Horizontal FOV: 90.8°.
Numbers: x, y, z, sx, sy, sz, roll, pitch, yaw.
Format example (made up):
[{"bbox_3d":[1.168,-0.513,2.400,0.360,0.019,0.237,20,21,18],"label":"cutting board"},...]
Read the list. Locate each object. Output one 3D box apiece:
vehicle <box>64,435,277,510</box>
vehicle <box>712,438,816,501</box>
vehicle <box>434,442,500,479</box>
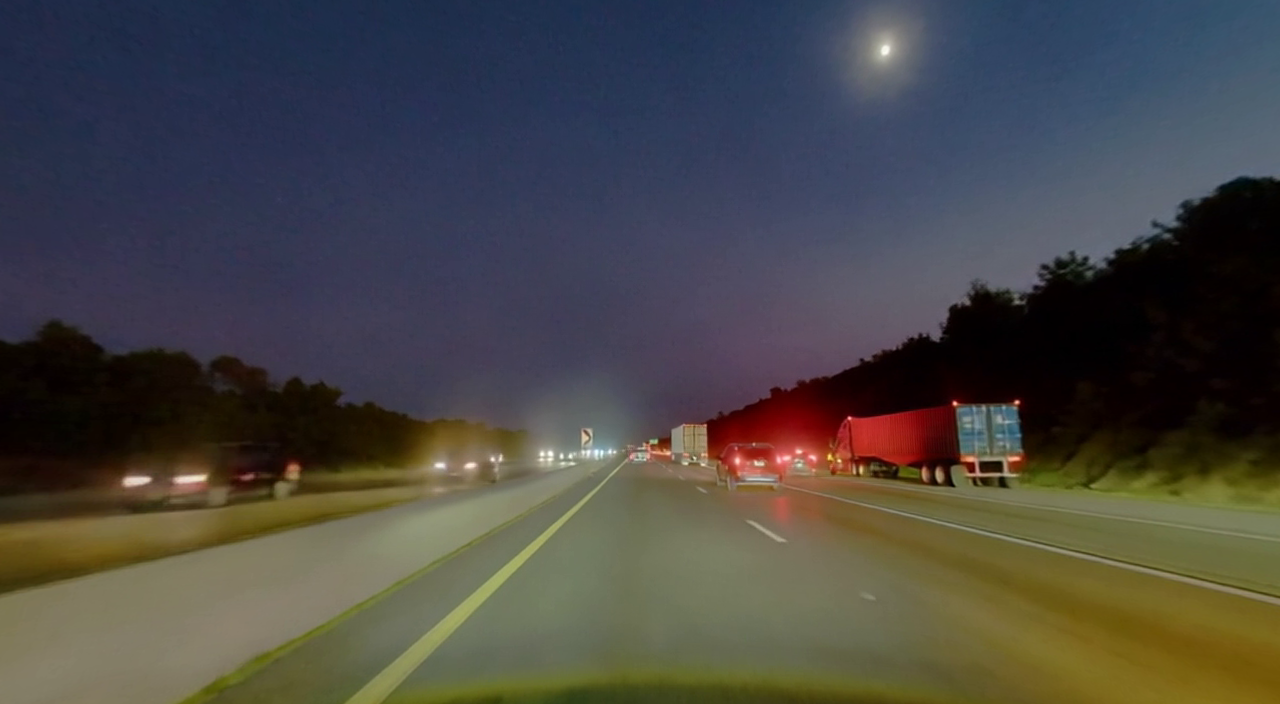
[{"bbox_3d":[-11.610,2.990,16.125,1.961,1.615,4.473,0,-9,0],"label":"vehicle"},{"bbox_3d":[3.582,3.495,19.184,2.130,1.658,4.537,0,-9,-2],"label":"vehicle"},{"bbox_3d":[-8.010,5.052,29.653,1.920,1.606,4.329,0,-8,-1],"label":"vehicle"}]
